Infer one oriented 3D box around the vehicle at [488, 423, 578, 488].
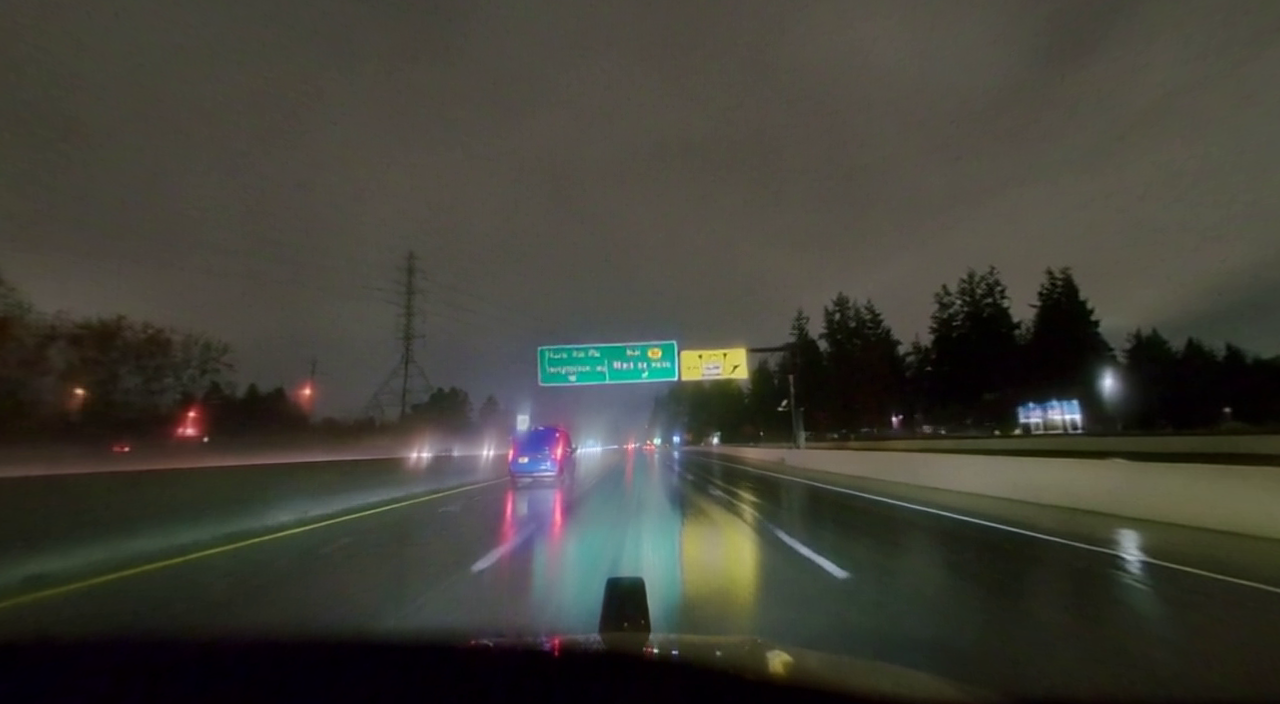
[{"bbox_3d":[-3.561,3.557,21.938,2.281,2.025,4.586,0,-8,0],"label":"vehicle"}]
